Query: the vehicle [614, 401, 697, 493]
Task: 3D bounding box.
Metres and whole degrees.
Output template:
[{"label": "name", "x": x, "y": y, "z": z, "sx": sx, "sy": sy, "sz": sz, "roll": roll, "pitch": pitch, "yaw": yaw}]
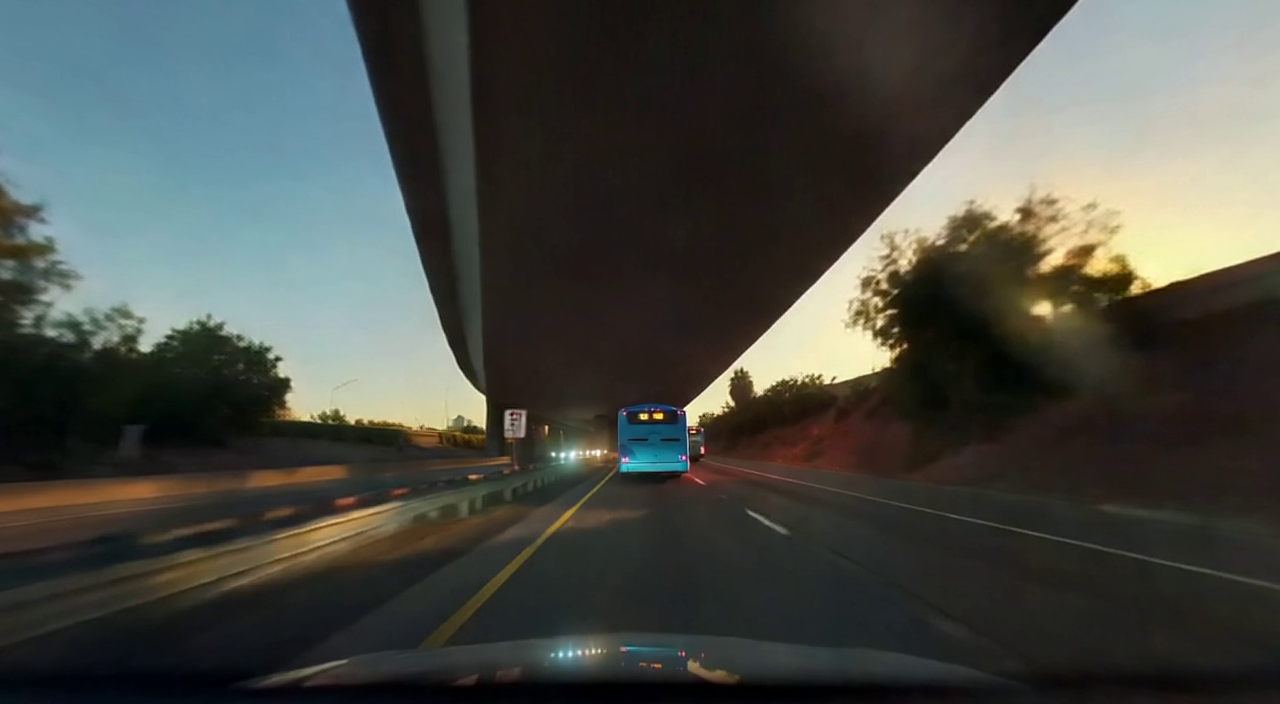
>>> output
[{"label": "vehicle", "x": 0.385, "y": 3.214, "z": 21.290, "sx": 2.414, "sy": 2.675, "sz": 5.574, "roll": 0, "pitch": -9, "yaw": -1}]
